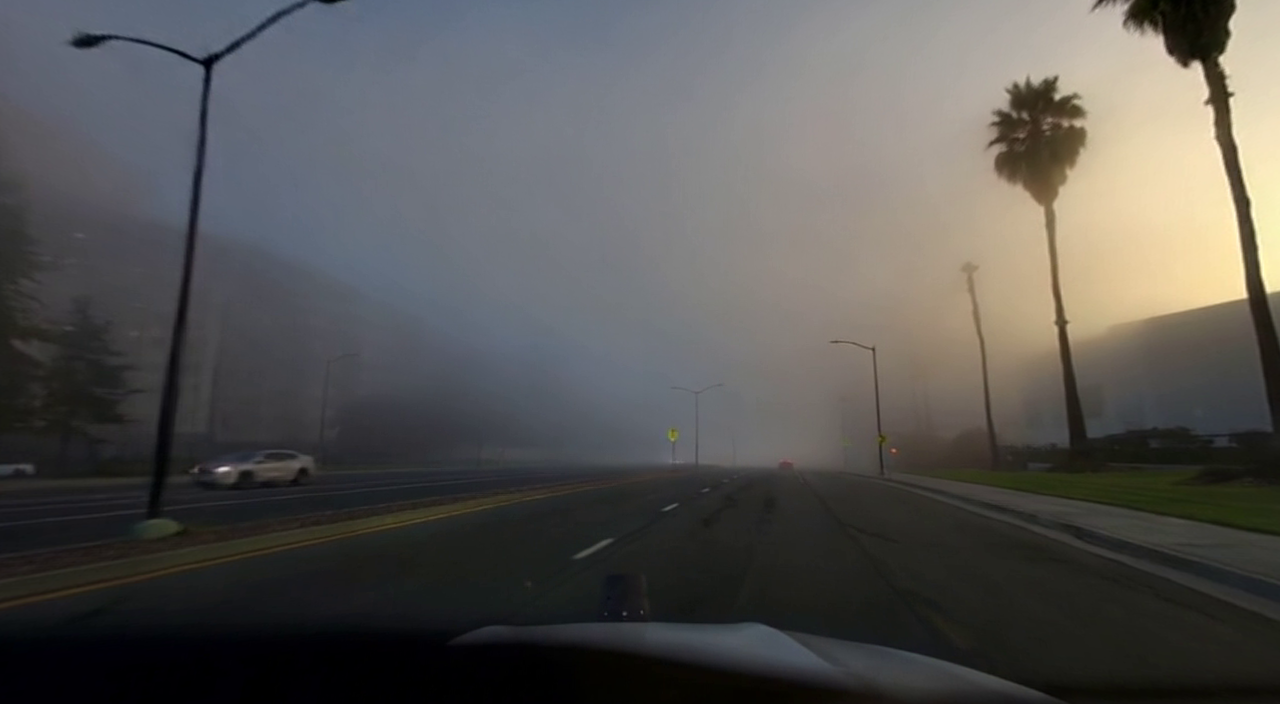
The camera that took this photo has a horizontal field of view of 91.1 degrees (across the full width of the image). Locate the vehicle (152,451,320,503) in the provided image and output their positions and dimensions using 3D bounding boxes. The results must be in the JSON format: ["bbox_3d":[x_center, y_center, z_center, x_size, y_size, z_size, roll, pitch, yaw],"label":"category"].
[{"bbox_3d":[-13.556,4.170,21.501,1.915,1.490,4.763,-2,-9,13],"label":"vehicle"}]

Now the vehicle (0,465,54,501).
[{"bbox_3d":[-32.963,6.759,32.625,4.433,1.642,1.894,-4,-10,23],"label":"vehicle"}]
